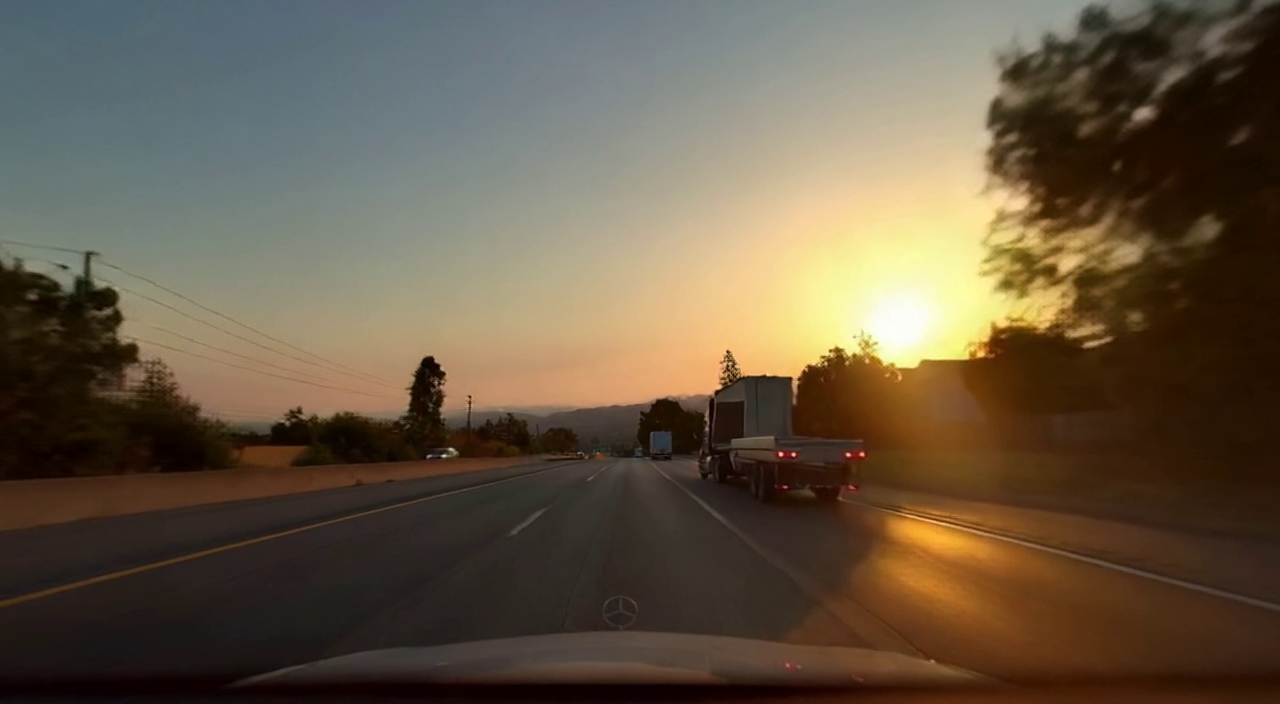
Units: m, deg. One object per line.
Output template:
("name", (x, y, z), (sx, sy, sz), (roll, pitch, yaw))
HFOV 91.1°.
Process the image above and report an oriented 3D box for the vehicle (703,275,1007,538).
("vehicle", (3.859, 1.778, 16.102), (3.037, 3.999, 13.133), (0, -9, 0))
